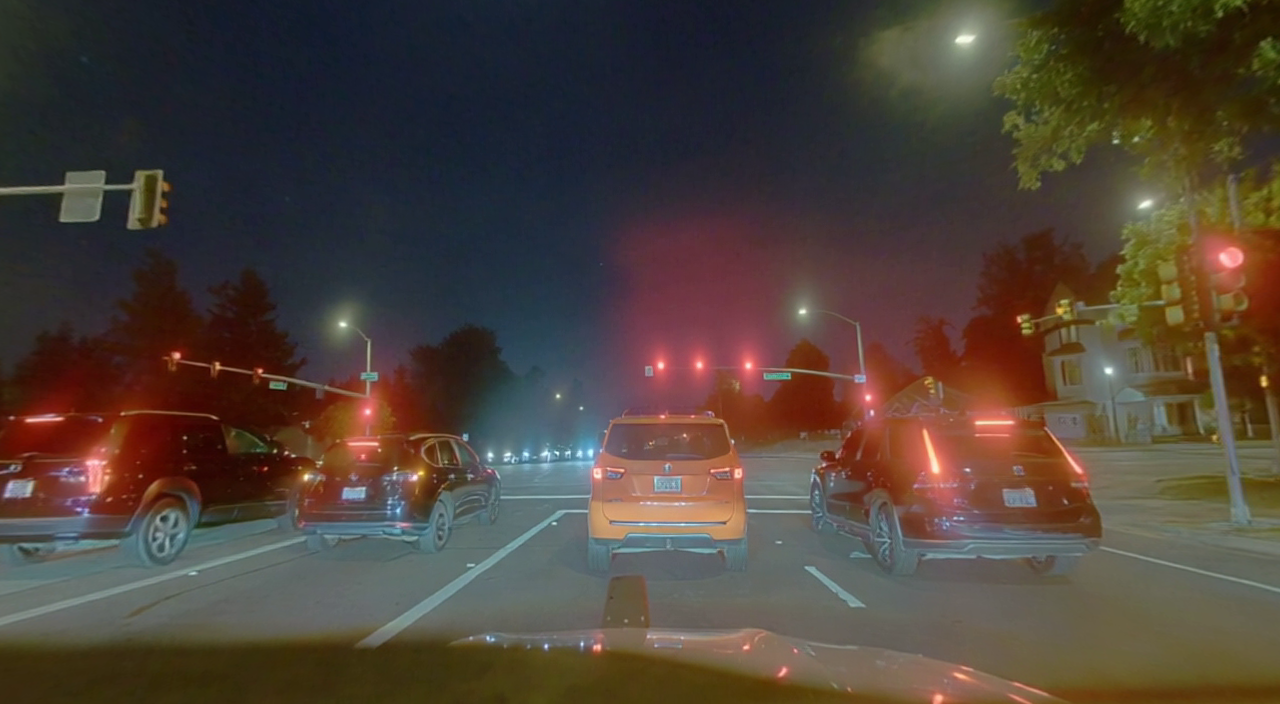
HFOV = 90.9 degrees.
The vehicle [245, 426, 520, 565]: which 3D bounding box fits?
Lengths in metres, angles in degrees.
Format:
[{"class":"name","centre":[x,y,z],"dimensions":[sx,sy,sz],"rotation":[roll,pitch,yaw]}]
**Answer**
[{"class":"vehicle","centre":[-3.237,1.883,9.094],"dimensions":[1.885,1.475,4.359],"rotation":[-1,-8,4]}]

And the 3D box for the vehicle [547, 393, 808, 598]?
[{"class":"vehicle","centre":[0.393,1.518,7.492],"dimensions":[2.198,1.708,4.170],"rotation":[0,-8,2]}]

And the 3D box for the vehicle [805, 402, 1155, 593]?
[{"class":"vehicle","centre":[3.526,1.587,7.745],"dimensions":[2.047,1.638,4.395],"rotation":[-1,-8,4]}]

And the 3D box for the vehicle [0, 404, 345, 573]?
[{"class":"vehicle","centre":[-6.628,1.822,9.256],"dimensions":[2.075,1.796,4.785],"rotation":[0,-8,2]}]
